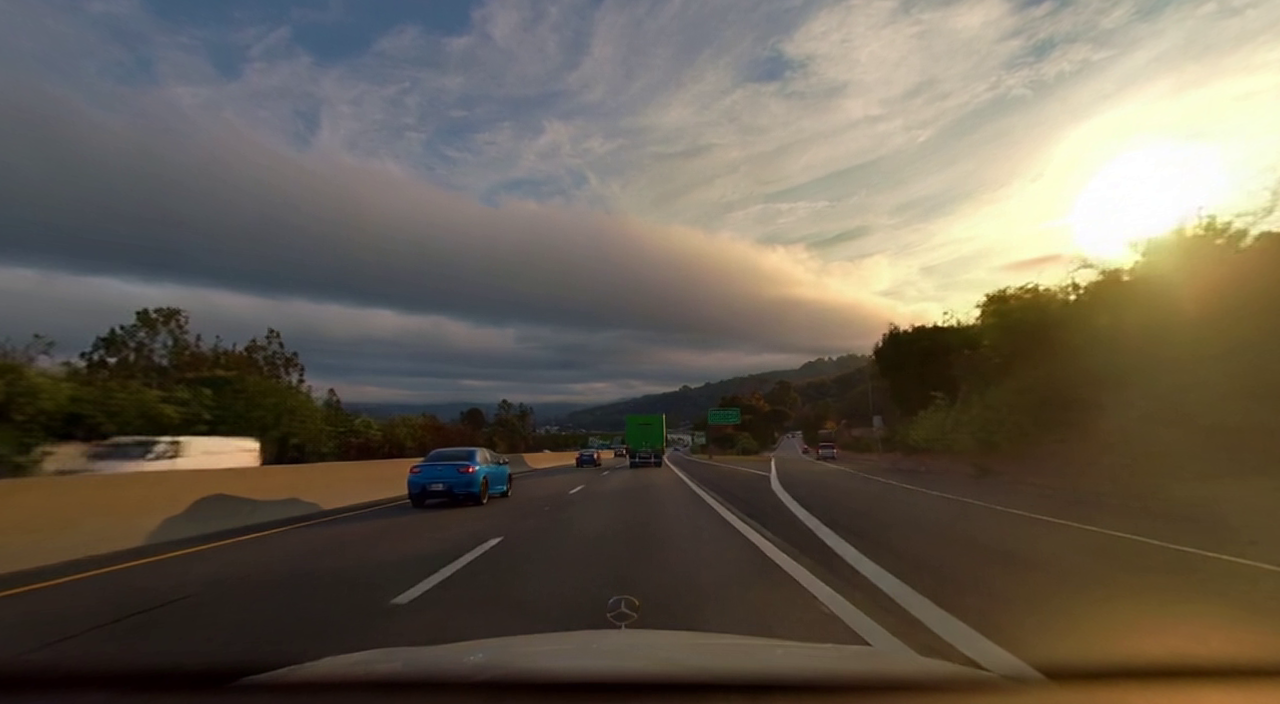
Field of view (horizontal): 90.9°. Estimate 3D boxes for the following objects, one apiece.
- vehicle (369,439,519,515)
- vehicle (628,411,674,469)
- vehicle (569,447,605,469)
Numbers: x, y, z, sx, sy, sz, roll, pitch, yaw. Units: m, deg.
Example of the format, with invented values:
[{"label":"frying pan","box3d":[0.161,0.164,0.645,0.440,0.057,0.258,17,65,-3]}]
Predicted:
[{"label":"vehicle","box3d":[-4.279,2.799,14.615,2.010,1.461,4.391,0,-9,1]},{"label":"vehicle","box3d":[0.724,6.253,44.361,2.893,3.628,9.081,0,-9,1]},{"label":"vehicle","box3d":[-3.566,7.220,43.179,1.981,1.435,4.199,0,-9,2]}]
